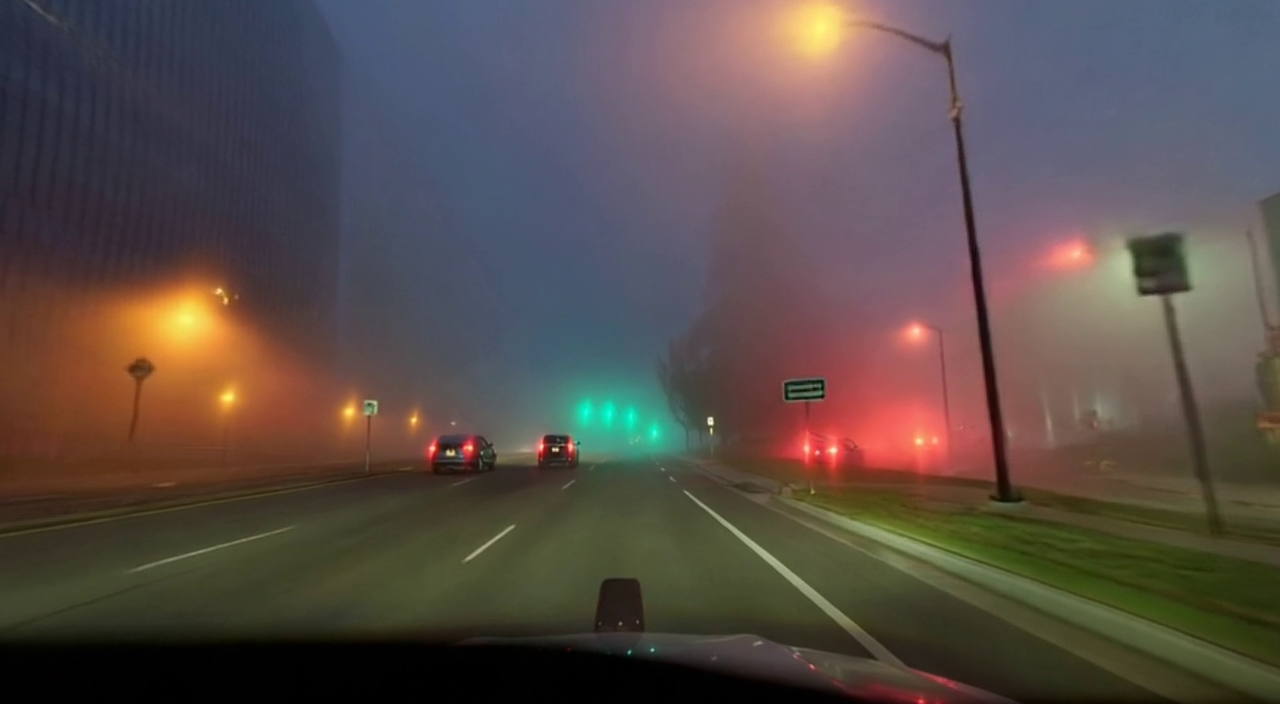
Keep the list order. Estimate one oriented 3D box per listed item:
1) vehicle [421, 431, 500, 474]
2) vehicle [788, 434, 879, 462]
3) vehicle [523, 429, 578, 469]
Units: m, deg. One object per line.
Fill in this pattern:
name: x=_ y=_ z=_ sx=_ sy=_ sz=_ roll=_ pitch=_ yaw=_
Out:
vehicle: x=-7.160 y=4.051 z=25.689 sx=1.909 sy=1.605 sz=4.561 roll=0 pitch=-8 yaw=0
vehicle: x=10.782 y=5.382 z=35.450 sx=4.513 sy=1.541 sz=1.948 roll=-1 pitch=-8 yaw=5
vehicle: x=-4.166 y=4.599 z=30.112 sx=2.052 sy=1.729 sz=4.195 roll=0 pitch=-8 yaw=-1
